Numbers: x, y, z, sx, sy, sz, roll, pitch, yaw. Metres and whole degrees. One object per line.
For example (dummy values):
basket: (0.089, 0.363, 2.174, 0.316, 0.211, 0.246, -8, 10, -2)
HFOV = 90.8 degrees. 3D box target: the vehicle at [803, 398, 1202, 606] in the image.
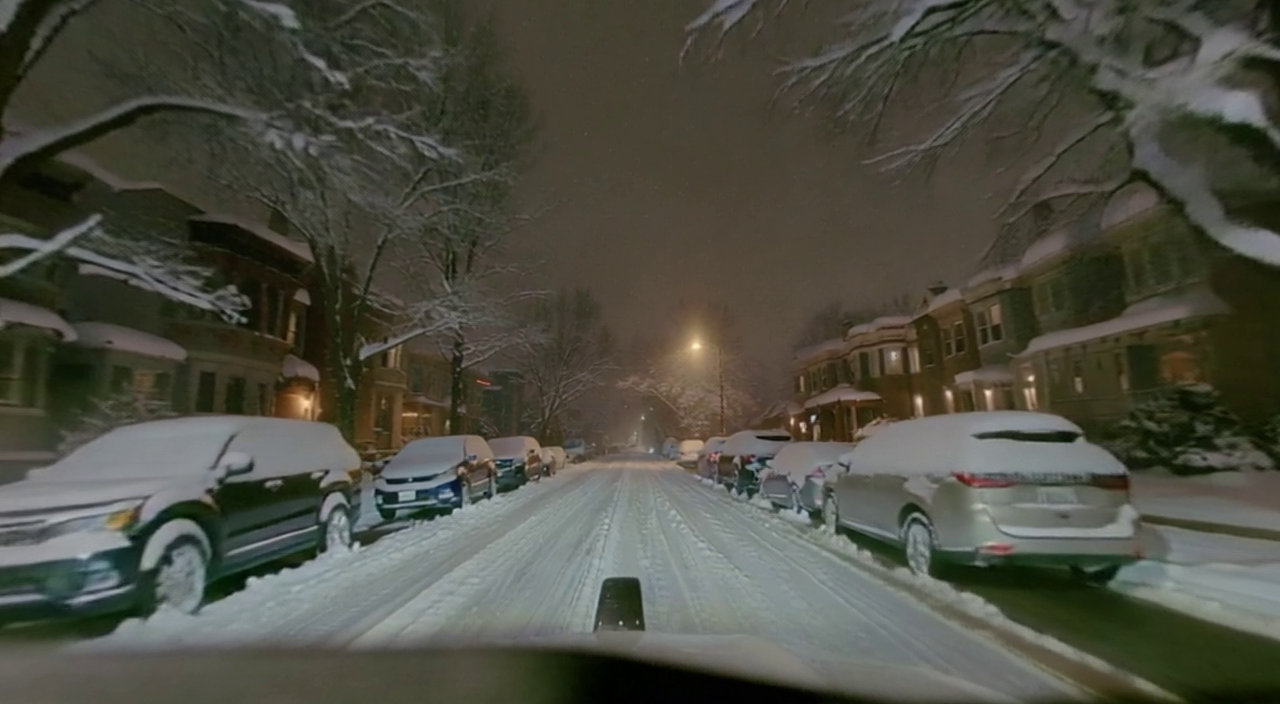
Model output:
vehicle: (3.611, 1.585, 7.637, 1.994, 1.710, 4.699, 0, -8, 0)

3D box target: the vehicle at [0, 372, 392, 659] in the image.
vehicle: (-5.176, 1.593, 7.443, 2.390, 2.123, 5.371, 0, -8, -1)

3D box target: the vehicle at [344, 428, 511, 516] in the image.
vehicle: (-5.251, 3.056, 16.740, 2.683, 1.923, 5.421, 0, -8, -2)
